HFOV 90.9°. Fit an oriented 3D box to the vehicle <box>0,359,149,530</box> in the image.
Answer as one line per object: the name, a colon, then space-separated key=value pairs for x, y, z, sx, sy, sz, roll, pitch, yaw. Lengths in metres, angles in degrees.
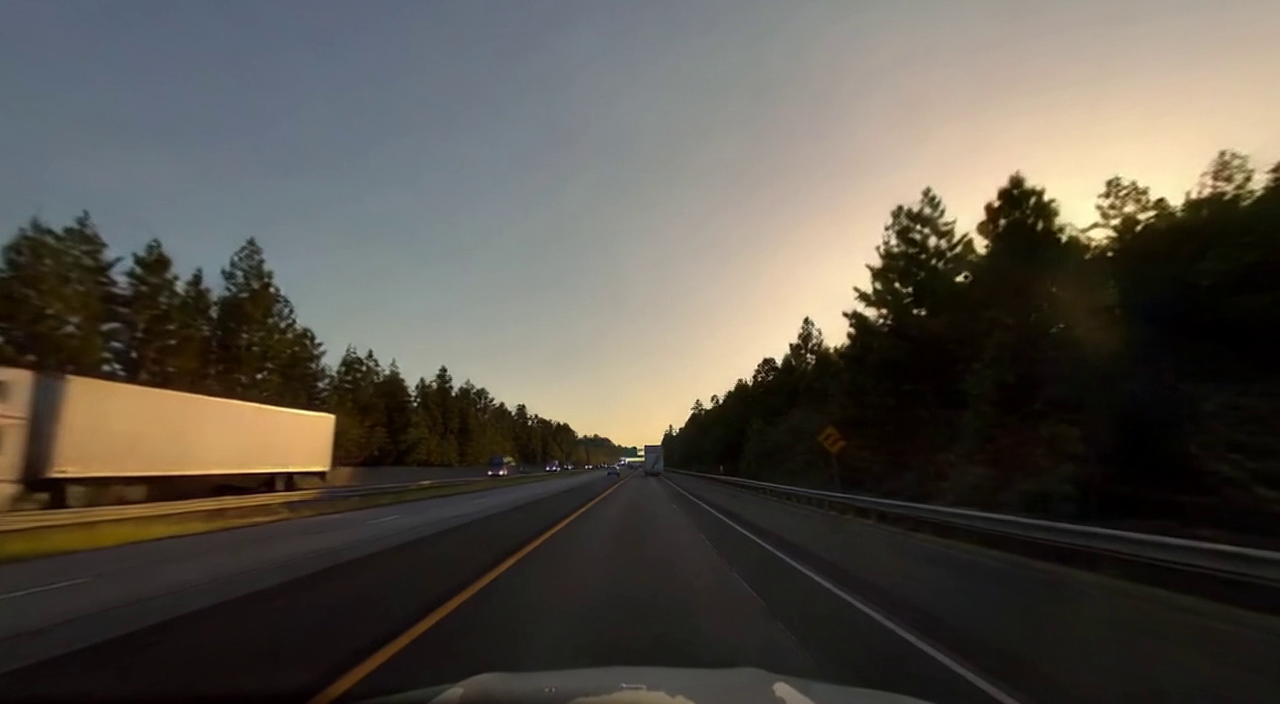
vehicle: x=-16.486 y=2.370 z=15.913 sx=2.919 sy=3.961 sz=5.998 roll=1 pitch=-10 yaw=1
